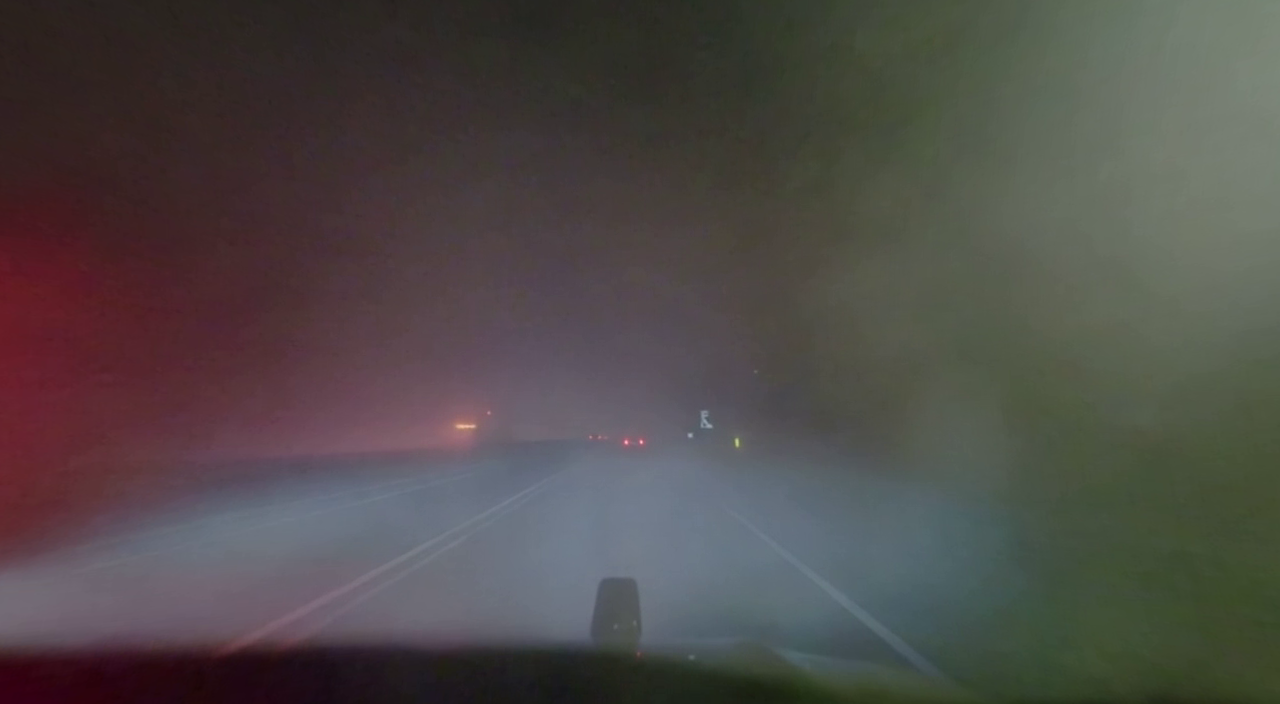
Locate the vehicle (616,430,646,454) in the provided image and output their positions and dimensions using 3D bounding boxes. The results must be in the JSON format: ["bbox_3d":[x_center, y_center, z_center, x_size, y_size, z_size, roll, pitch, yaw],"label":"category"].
[{"bbox_3d":[-0.682,6.370,44.650,1.984,1.586,3.866,0,-8,-2],"label":"vehicle"}]
